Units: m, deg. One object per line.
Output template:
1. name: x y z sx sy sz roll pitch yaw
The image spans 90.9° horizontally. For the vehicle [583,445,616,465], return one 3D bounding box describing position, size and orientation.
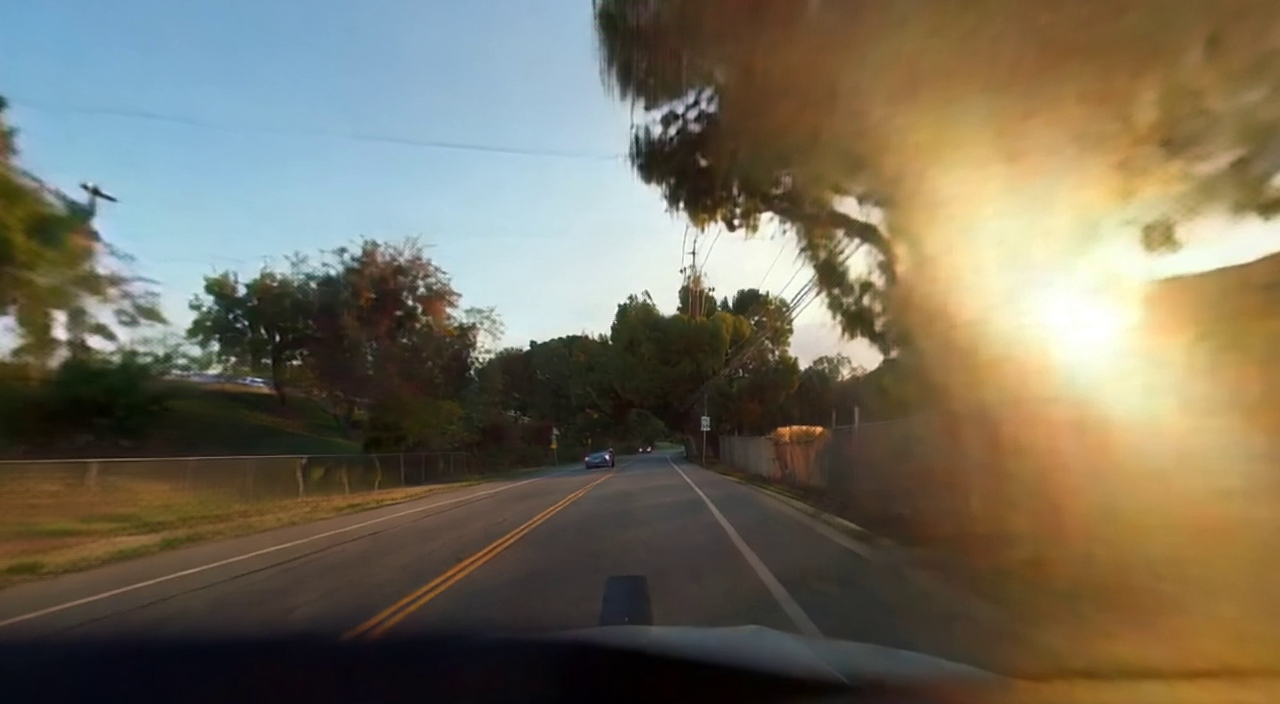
1. vehicle: -3.075 7.956 48.714 1.975 1.481 4.445 -1 -9 3
